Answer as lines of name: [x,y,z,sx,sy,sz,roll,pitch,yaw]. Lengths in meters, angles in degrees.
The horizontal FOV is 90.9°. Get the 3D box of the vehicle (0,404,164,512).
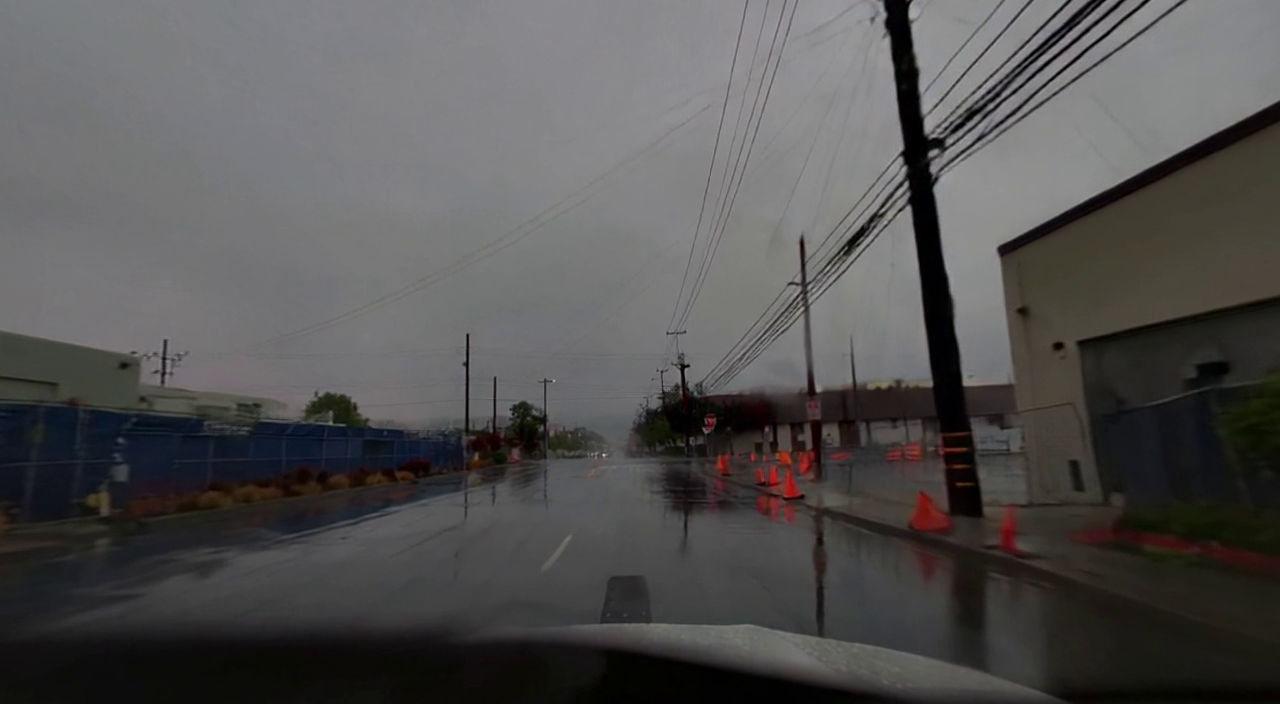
vehicle: [-13.289,2.220,12.840,2.662,1.981,5.352,-1,-13,4]
